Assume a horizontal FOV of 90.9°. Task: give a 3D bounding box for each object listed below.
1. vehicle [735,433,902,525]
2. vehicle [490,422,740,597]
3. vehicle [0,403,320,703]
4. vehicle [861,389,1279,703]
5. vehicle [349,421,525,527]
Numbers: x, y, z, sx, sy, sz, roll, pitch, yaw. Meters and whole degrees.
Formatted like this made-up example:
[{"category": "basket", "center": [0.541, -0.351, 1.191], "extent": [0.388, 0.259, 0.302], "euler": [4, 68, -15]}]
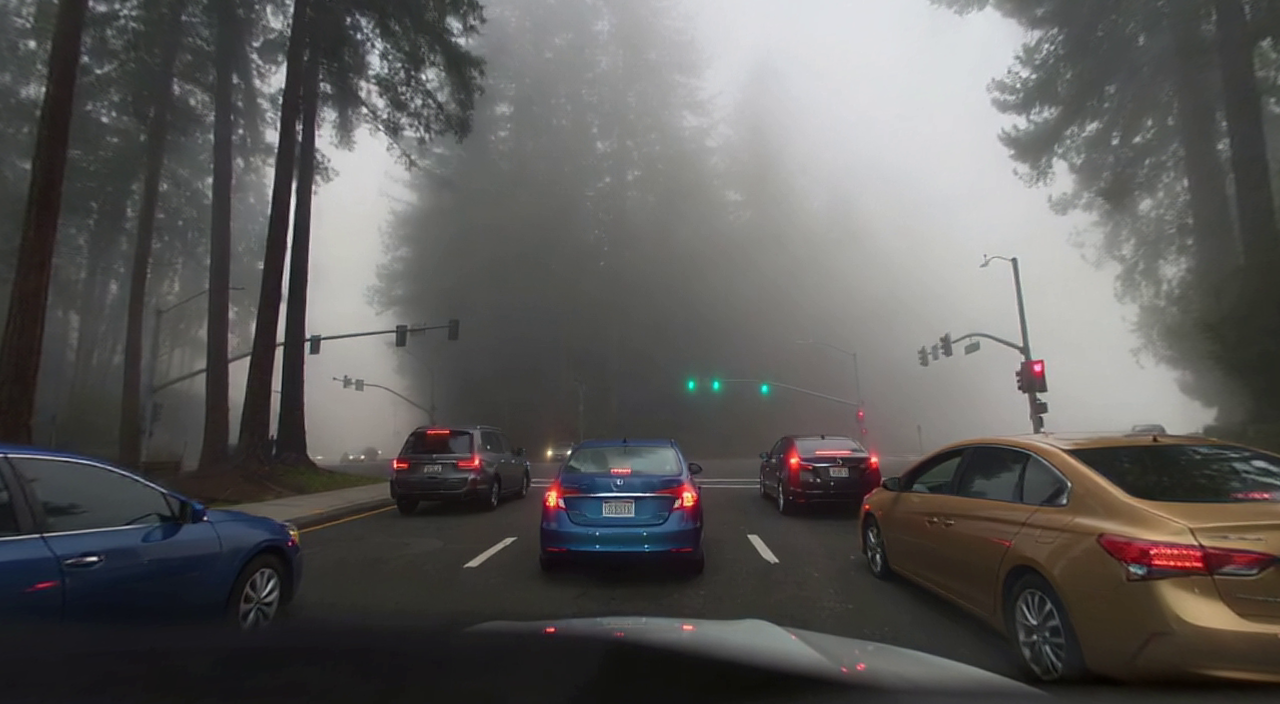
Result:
[{"category": "vehicle", "center": [3.193, 2.335, 12.329], "extent": [1.975, 1.460, 4.357], "euler": [0, -8, 0]}, {"category": "vehicle", "center": [-0.247, 1.640, 7.402], "extent": [2.147, 1.479, 3.803], "euler": [0, -8, -1]}, {"category": "vehicle", "center": [-3.637, 1.021, 3.006], "extent": [1.935, 1.482, 4.433], "euler": [0, -8, -1]}, {"category": "vehicle", "center": [3.141, 1.150, 4.057], "extent": [1.903, 1.480, 4.270], "euler": [0, -8, 0]}, {"category": "vehicle", "center": [-3.716, 2.312, 12.489], "extent": [1.961, 1.714, 4.268], "euler": [0, -8, 2]}]
